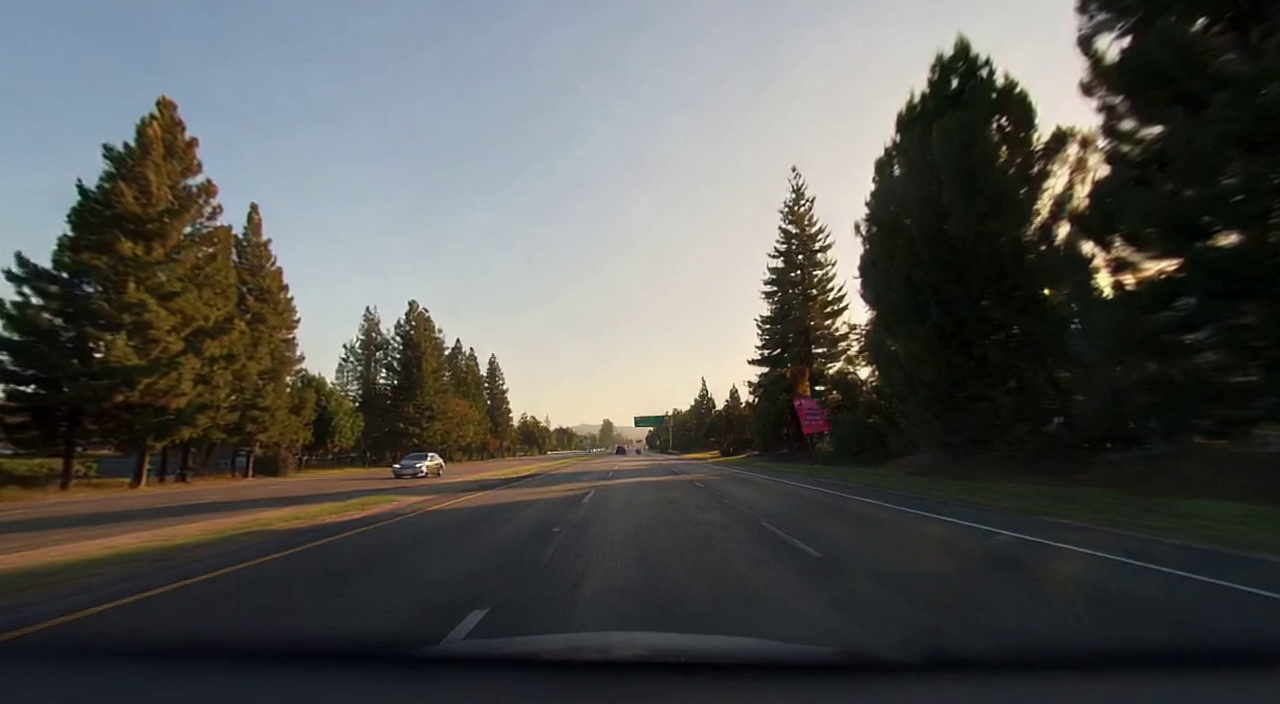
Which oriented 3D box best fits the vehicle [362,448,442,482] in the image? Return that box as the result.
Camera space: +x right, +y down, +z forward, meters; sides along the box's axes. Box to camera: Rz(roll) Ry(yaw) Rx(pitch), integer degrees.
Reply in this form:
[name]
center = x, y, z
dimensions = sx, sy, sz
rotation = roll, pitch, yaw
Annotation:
[vehicle]
center = -11.295, 5.384, 30.399
dimensions = 2.087, 1.455, 4.585
rotation = 0, -9, 0
